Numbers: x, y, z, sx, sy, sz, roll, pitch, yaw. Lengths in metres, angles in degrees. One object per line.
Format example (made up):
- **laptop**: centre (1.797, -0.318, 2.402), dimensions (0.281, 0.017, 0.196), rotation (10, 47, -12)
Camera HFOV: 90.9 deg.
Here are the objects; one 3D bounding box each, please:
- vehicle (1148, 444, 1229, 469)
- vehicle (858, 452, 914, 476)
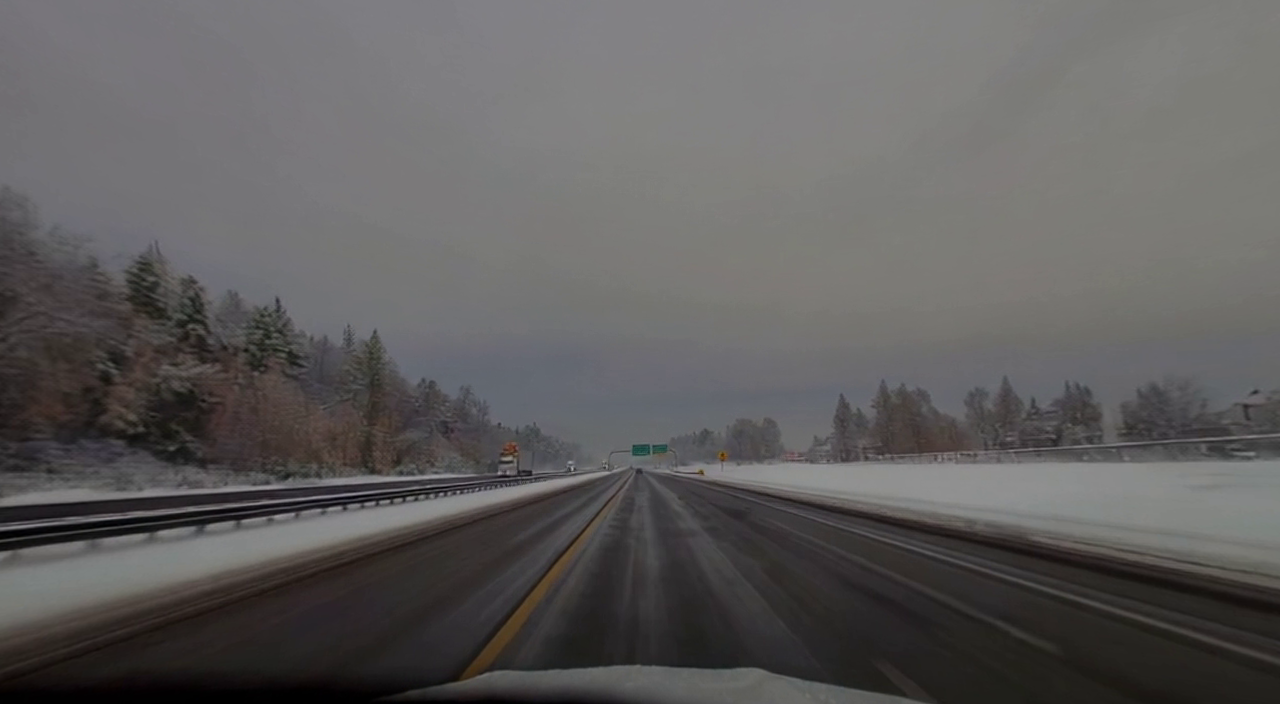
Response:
- **vehicle**: centre (34.420, 6.576, 39.548), dimensions (3.754, 1.470, 1.803), rotation (3, -11, -12)
- **vehicle**: centre (16.823, 7.731, 43.363), dimensions (1.973, 1.540, 3.978), rotation (2, -11, -5)
